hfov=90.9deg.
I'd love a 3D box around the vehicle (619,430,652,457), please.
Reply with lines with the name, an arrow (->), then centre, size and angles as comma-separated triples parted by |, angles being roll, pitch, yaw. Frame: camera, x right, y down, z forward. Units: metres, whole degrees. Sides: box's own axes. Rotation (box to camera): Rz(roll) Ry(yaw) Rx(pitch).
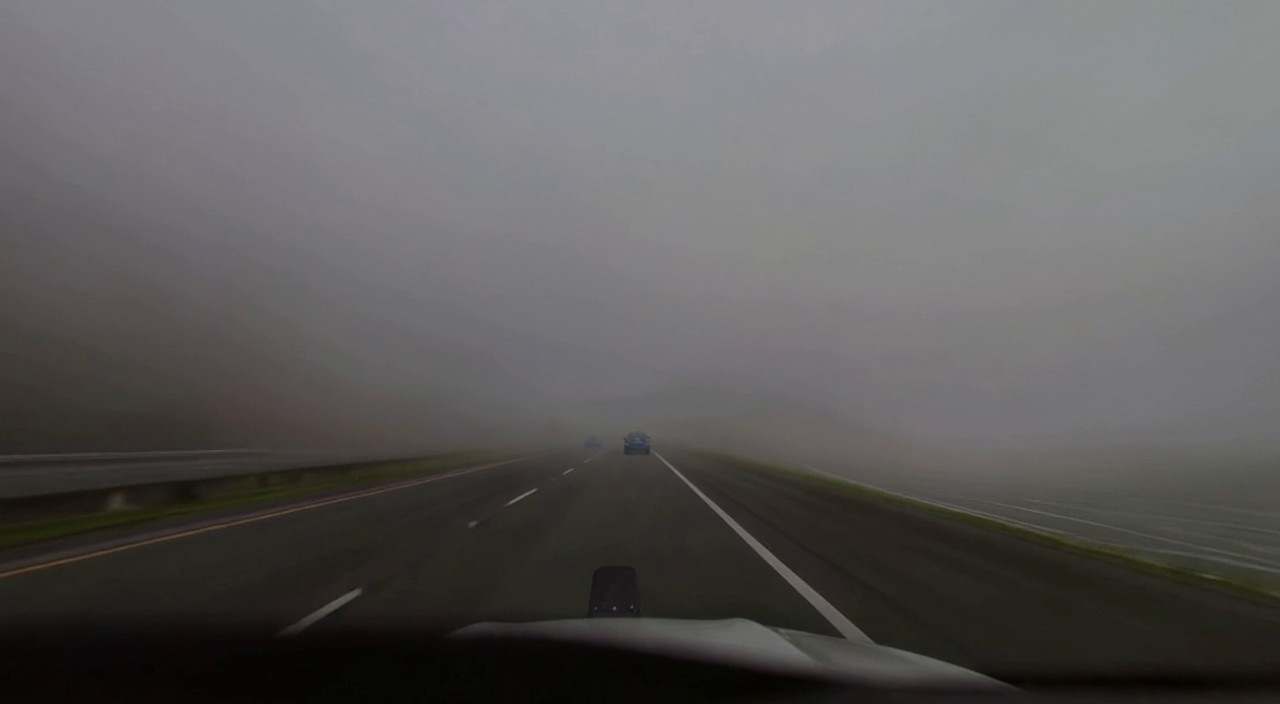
vehicle -> -0.352, 5.922, 40.988 | 2.041, 1.618, 3.898 | 0, -8, -1
